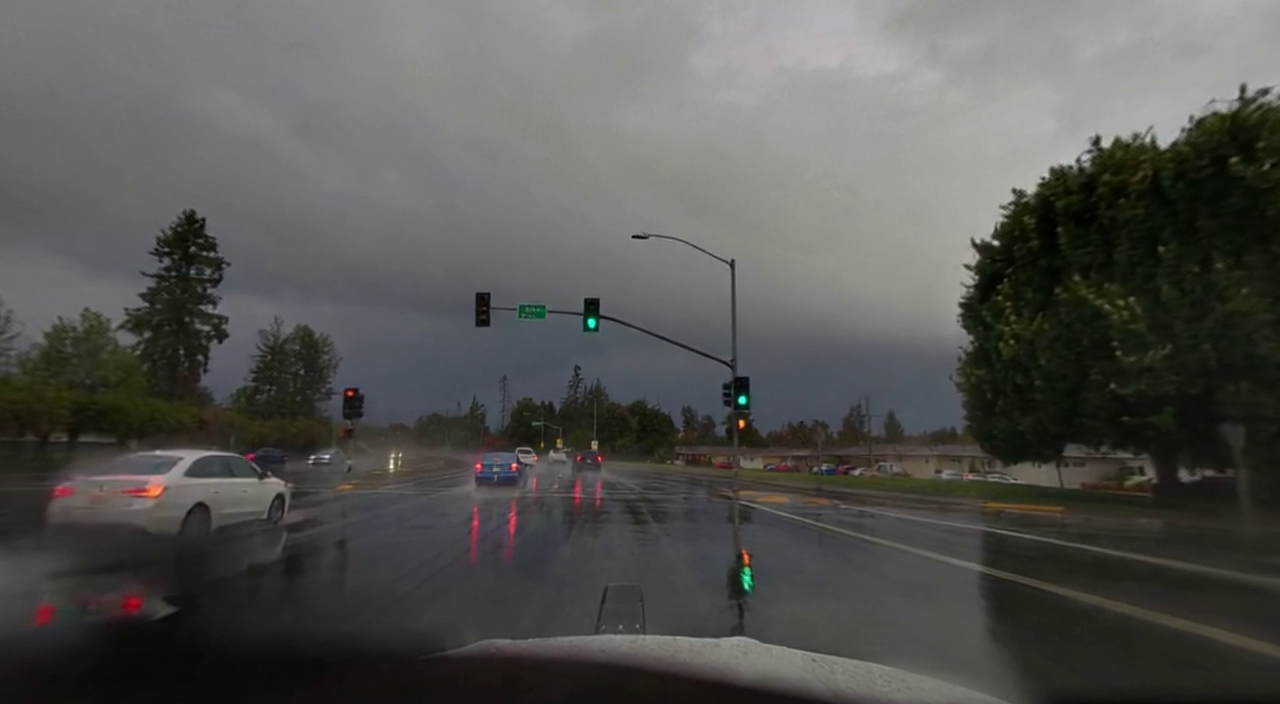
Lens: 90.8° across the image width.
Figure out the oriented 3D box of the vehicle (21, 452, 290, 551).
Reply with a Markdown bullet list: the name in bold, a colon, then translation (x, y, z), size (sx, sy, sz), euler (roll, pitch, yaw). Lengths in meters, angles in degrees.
- **vehicle**: translation (-8.458, 2.584, 11.621), size (1.889, 1.429, 4.029), euler (0, -9, -3)

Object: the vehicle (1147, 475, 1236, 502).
- **vehicle**: translation (36.493, 8.992, 41.968), size (1.738, 1.496, 4.213), euler (1, -9, -8)

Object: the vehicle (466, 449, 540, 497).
- **vehicle**: translation (-5.128, 4.566, 24.276), size (2.098, 1.613, 4.606), euler (0, -9, -4)

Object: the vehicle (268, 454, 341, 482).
- **vehicle**: translation (-19.151, 6.592, 36.275), size (2.052, 1.450, 4.634), euler (1, -9, -6)

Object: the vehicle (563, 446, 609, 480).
- **vehicle**: translation (-3.462, 6.873, 39.563), size (2.526, 1.982, 5.294), euler (1, -9, -8)
